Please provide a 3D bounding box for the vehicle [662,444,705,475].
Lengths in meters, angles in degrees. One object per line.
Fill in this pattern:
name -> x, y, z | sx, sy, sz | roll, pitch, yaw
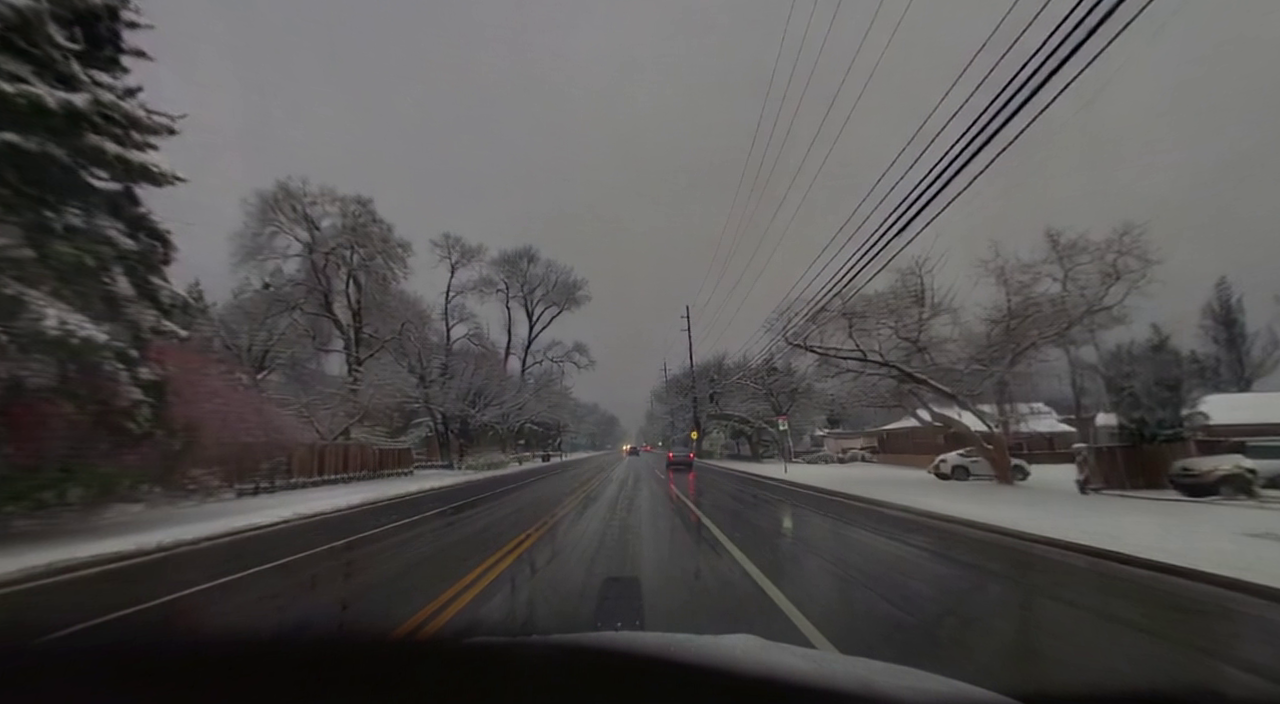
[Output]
vehicle -> 2.228, 5.613, 33.082 | 1.975, 1.497, 3.647 | 0, -9, 0

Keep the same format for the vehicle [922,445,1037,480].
vehicle -> 14.526, 4.730, 27.181 | 3.838, 1.405, 1.992 | 1, -9, -6
